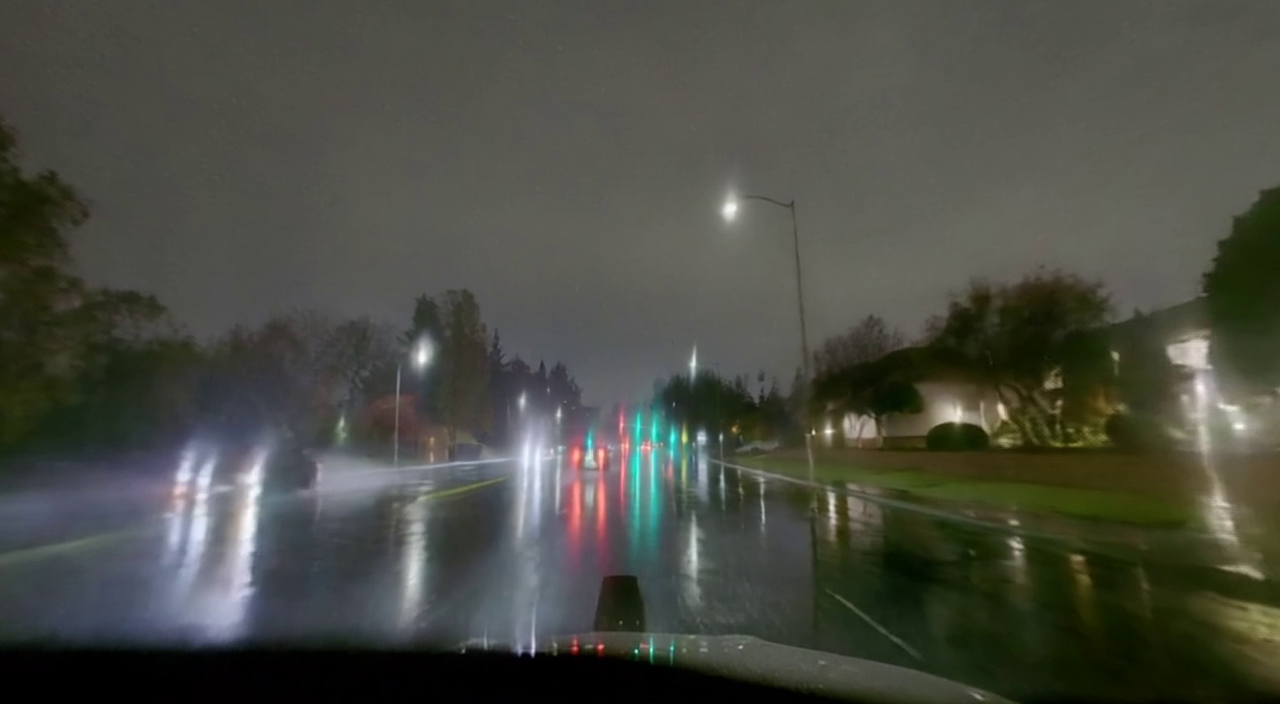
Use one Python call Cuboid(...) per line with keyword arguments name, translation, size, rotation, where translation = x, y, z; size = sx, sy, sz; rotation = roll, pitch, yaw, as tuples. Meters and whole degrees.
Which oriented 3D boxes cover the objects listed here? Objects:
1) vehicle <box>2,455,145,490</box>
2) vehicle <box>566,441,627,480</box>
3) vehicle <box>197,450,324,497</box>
Cuboid(name="vehicle", translation=(-26.401, 5.615, 29.487), size=(4.586, 1.492, 1.884), rotation=(1, -9, -7))
Cuboid(name="vehicle", translation=(-1.787, 4.685, 27.400), size=(2.106, 1.517, 4.375), rotation=(0, -9, 3))
Cuboid(name="vehicle", translation=(-13.643, 4.356, 23.012), size=(1.939, 1.537, 4.269), rotation=(0, -9, 0))
